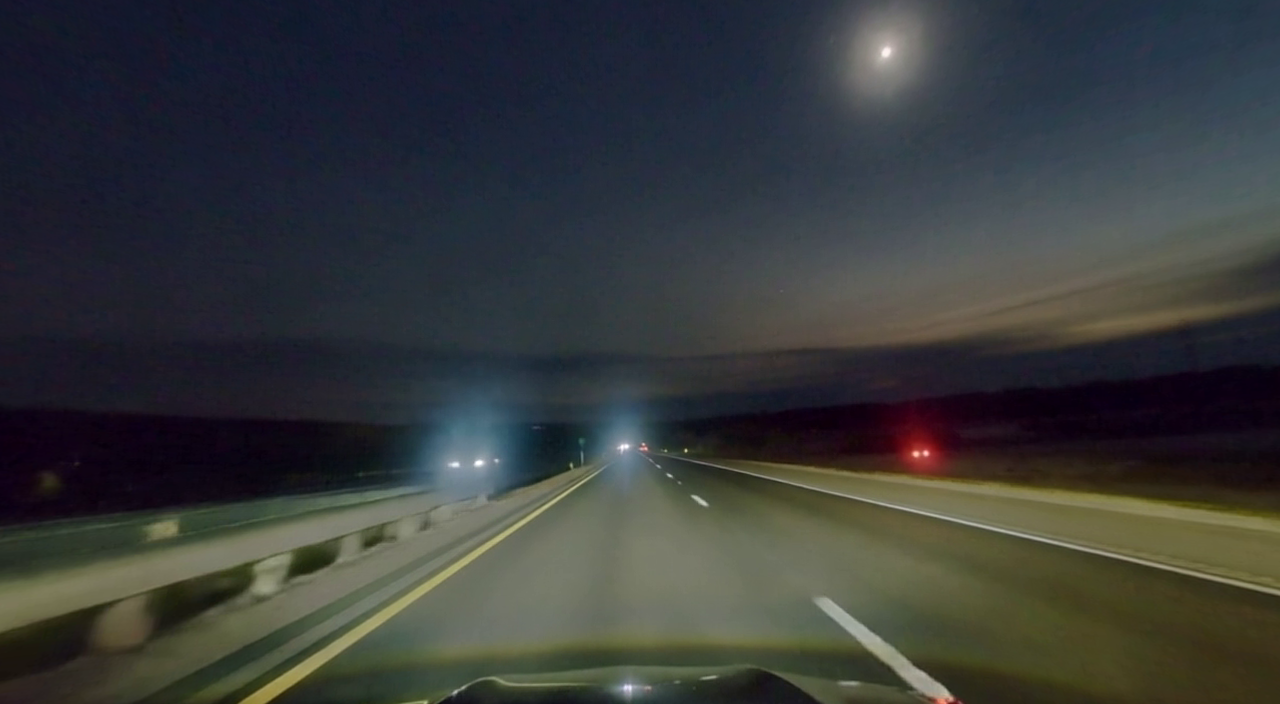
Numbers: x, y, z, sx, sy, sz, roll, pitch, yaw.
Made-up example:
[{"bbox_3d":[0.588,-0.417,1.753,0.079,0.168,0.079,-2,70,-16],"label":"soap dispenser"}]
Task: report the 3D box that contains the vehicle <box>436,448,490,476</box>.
[{"bbox_3d":[-10.496,6.547,37.644,1.988,1.522,4.582,0,-9,-1],"label":"vehicle"}]
